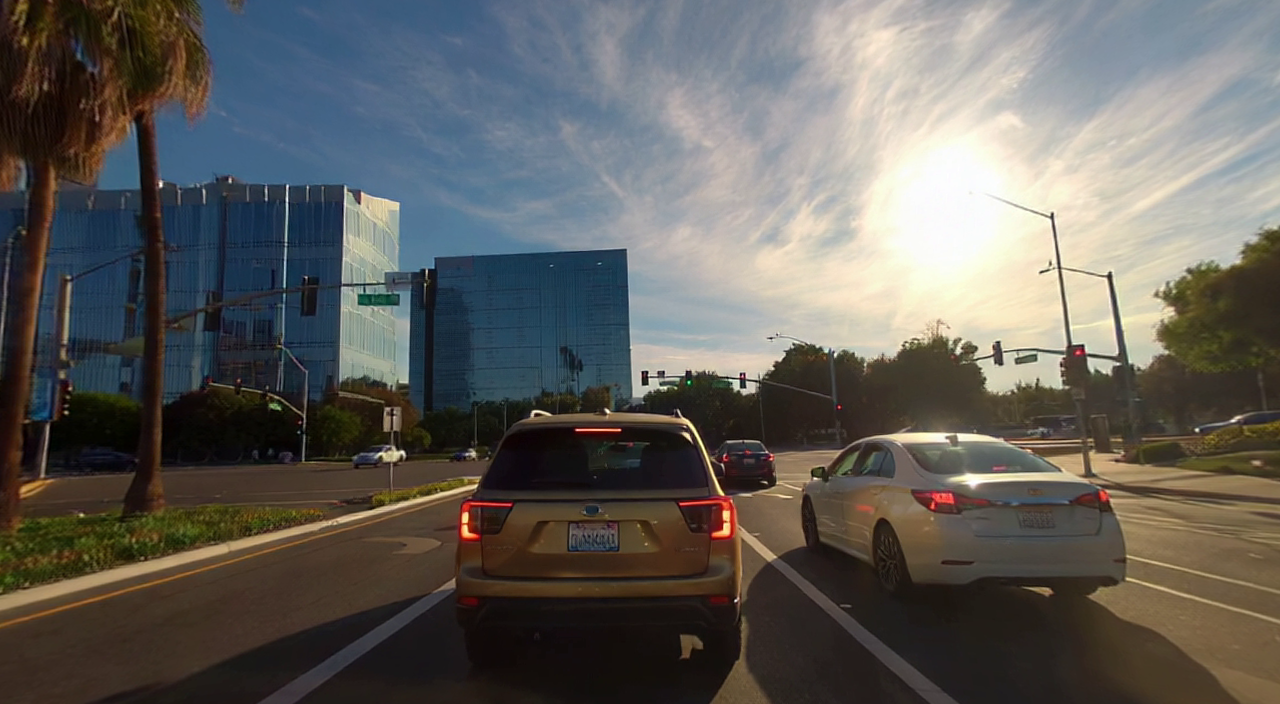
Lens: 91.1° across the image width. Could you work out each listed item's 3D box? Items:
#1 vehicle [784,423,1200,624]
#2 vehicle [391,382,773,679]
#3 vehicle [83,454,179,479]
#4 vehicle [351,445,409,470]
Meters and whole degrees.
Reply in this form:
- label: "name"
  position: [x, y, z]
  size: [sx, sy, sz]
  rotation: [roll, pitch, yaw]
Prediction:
- label: "vehicle"
  position: [3.131, 1.609, 6.955]
  size: [1.971, 1.473, 4.495]
  rotation: [0, -8, 0]
- label: "vehicle"
  position: [-0.327, 1.317, 5.691]
  size: [2.172, 1.694, 4.055]
  rotation: [0, -8, 0]
- label: "vehicle"
  position: [-38.147, 8.555, 47.110]
  size: [5.347, 1.785, 2.123]
  rotation: [0, -9, 1]
- label: "vehicle"
  position: [-19.855, 8.078, 48.187]
  size: [2.119, 1.786, 5.252]
  rotation: [0, -9, 1]
